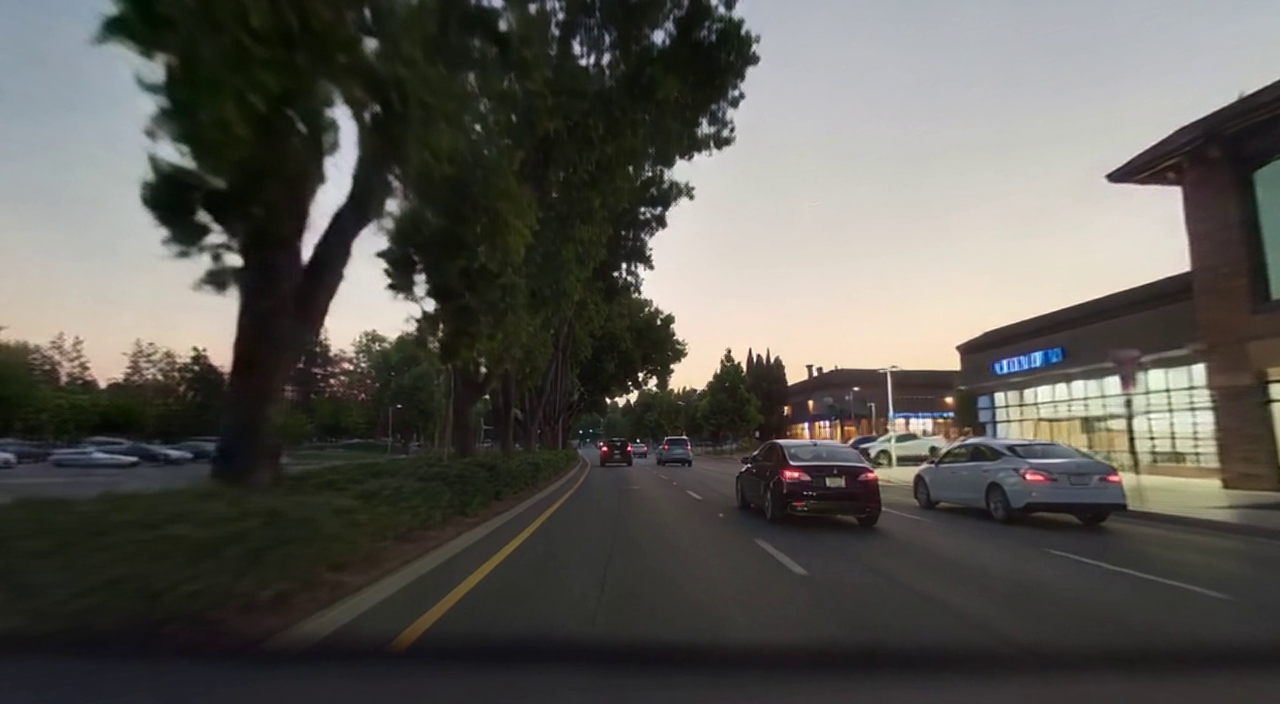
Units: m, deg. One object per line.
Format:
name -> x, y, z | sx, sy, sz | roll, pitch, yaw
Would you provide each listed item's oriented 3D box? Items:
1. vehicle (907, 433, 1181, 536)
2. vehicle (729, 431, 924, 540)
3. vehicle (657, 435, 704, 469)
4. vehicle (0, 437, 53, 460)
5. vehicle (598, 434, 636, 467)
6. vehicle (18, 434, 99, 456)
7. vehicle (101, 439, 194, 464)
vehicle -> 6.758, 2.220, 11.248 | 1.917, 1.457, 4.274 | 0, -8, -2
vehicle -> 2.851, 2.131, 10.751 | 1.883, 1.452, 4.258 | 0, -8, -2
vehicle -> 2.172, 5.523, 35.053 | 2.000, 1.745, 4.206 | 1, -8, -5
vehicle -> -44.087, 6.709, 43.840 | 4.194, 1.492, 2.033 | 0, -8, -3
vehicle -> -1.411, 5.812, 37.308 | 2.051, 1.798, 4.168 | 1, -8, -4
vehicle -> -44.805, 7.191, 48.541 | 4.087, 1.669, 1.869 | 1, -8, -8
vehicle -> -30.819, 6.204, 39.489 | 4.040, 1.501, 2.088 | 1, -8, -4
